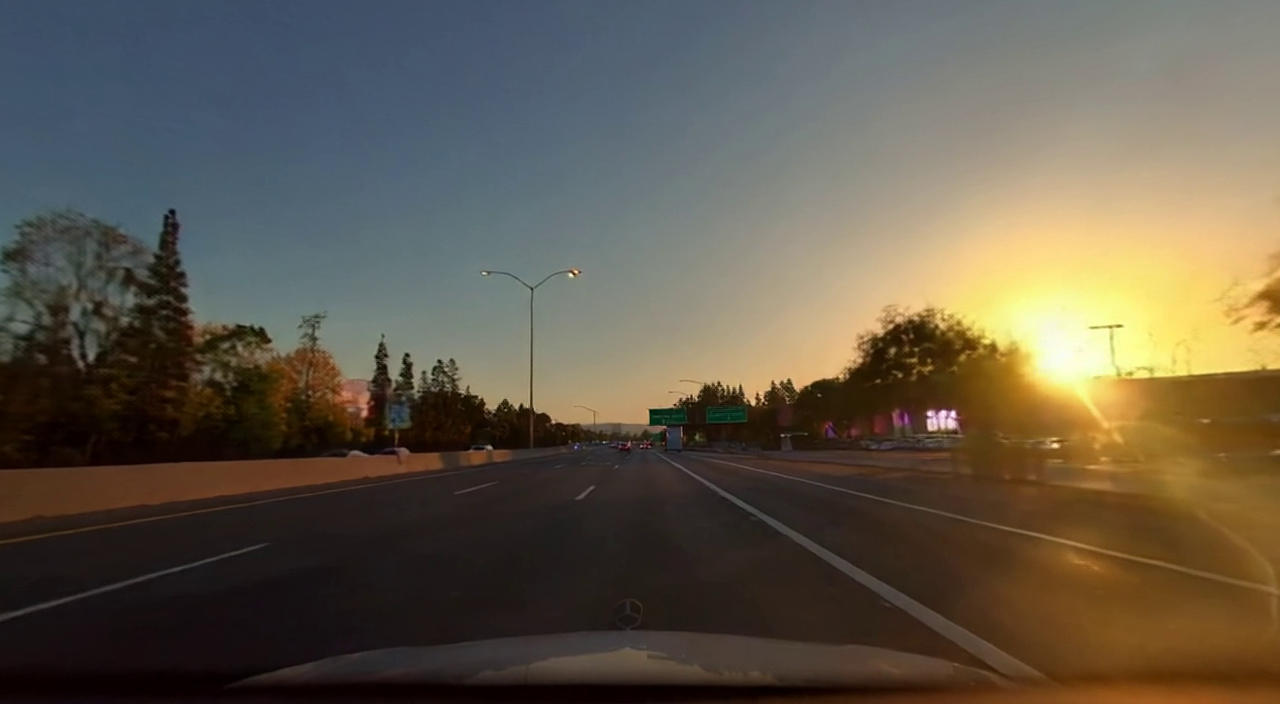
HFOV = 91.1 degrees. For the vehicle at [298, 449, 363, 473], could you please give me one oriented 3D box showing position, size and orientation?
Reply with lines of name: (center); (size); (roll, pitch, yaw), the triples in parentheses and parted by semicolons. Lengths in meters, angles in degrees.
vehicle: (-20.095, 7.077, 41.013); (1.846, 1.473, 4.562); (0, -8, 1)
